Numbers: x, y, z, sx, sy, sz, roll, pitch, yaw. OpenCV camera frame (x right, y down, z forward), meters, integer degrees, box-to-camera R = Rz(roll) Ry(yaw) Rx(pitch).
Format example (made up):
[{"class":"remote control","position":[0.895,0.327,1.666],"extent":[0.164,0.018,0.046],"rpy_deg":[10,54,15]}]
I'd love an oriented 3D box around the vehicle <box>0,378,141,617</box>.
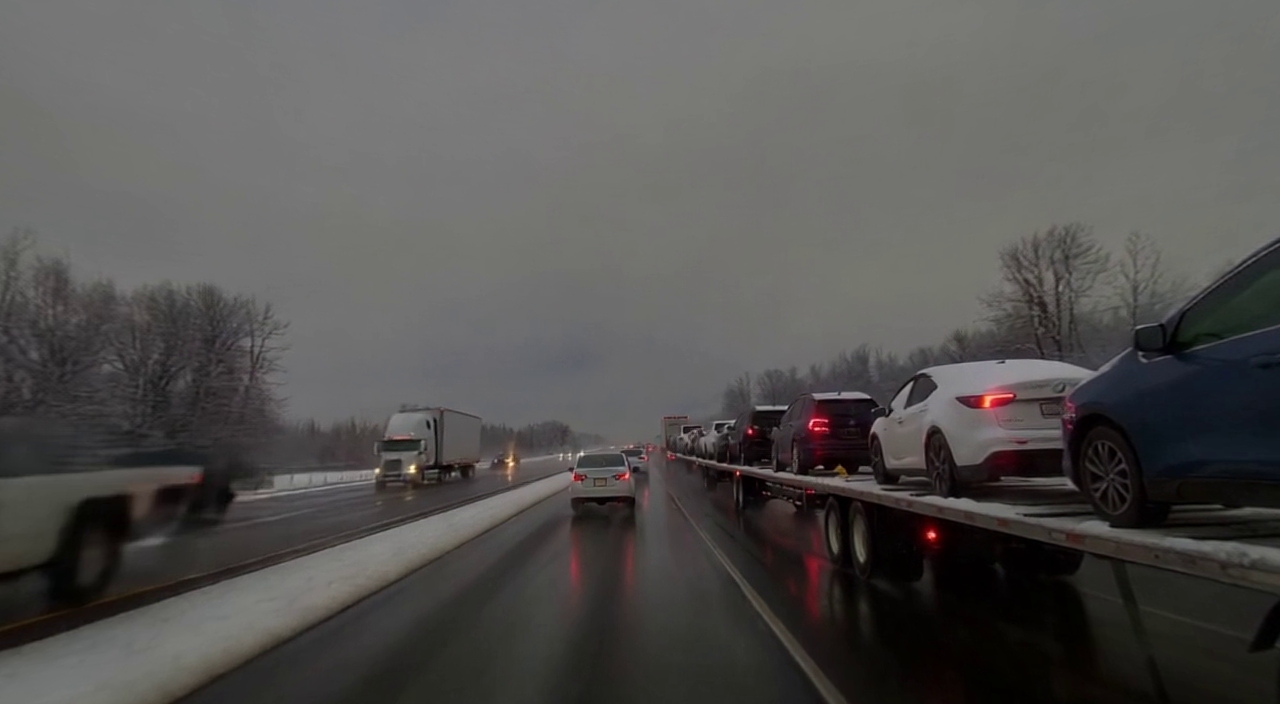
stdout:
[{"class":"vehicle","position":[-8.322,1.456,5.938],"extent":[2.385,2.627,5.771],"rpy_deg":[0,-9,0]}]

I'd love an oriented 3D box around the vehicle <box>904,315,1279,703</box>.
[{"class":"vehicle","position":[3.485,0.939,3.634],"extent":[1.959,1.783,4.407],"rpy_deg":[0,-9,0]}]

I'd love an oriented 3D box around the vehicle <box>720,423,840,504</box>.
[{"class":"vehicle","position":[3.538,2.941,16.841],"extent":[2.303,1.889,3.920],"rpy_deg":[0,-9,0]}]

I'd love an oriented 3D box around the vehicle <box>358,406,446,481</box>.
[{"class":"vehicle","position":[-15.343,5.983,41.234],"extent":[3.230,4.500,5.937],"rpy_deg":[0,-9,1]}]

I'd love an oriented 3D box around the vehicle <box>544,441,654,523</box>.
[{"class":"vehicle","position":[-0.719,2.648,13.315],"extent":[1.991,1.466,3.675],"rpy_deg":[0,-9,1]}]

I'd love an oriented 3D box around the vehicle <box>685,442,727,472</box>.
[{"class":"vehicle","position":[3.819,6.124,36.902],"extent":[1.938,1.660,4.223],"rpy_deg":[0,-9,-1]}]
